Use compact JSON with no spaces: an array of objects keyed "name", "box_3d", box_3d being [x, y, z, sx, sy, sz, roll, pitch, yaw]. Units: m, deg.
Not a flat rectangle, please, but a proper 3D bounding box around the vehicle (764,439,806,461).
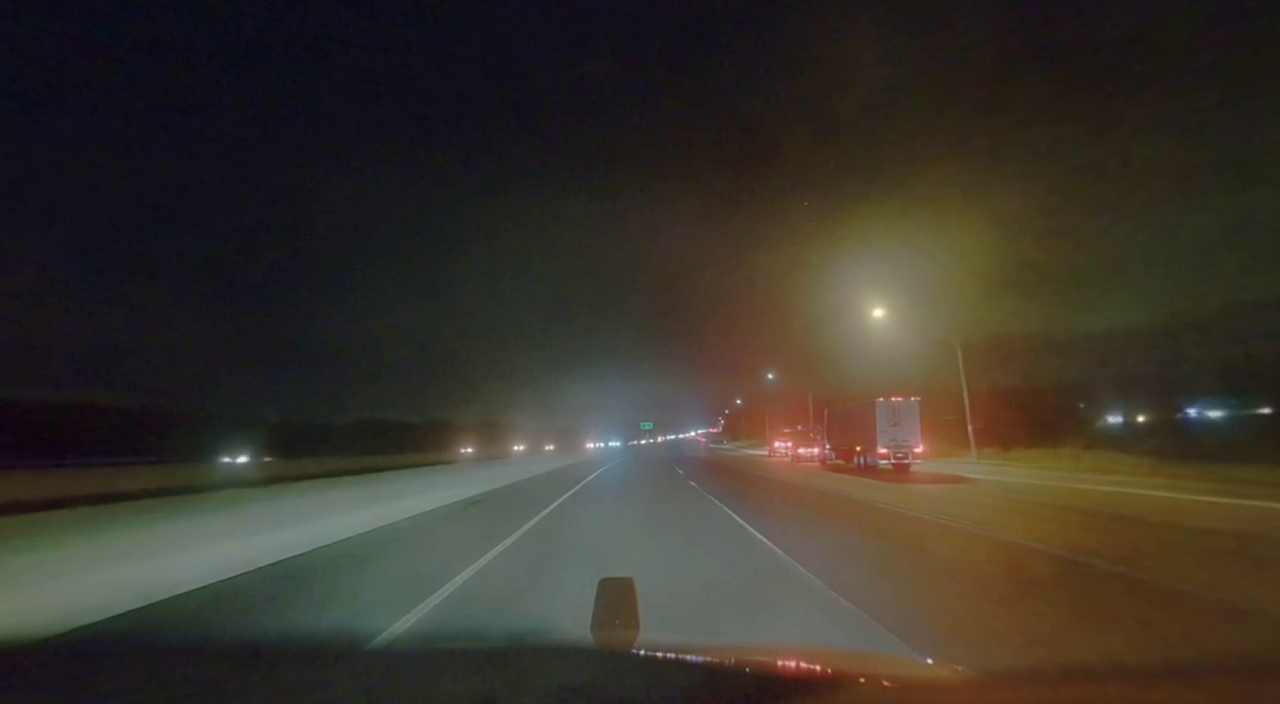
[{"name":"vehicle","box_3d":[11.206,7.623,49.217,2.229,1.599,4.253,0,-8,0]}]
